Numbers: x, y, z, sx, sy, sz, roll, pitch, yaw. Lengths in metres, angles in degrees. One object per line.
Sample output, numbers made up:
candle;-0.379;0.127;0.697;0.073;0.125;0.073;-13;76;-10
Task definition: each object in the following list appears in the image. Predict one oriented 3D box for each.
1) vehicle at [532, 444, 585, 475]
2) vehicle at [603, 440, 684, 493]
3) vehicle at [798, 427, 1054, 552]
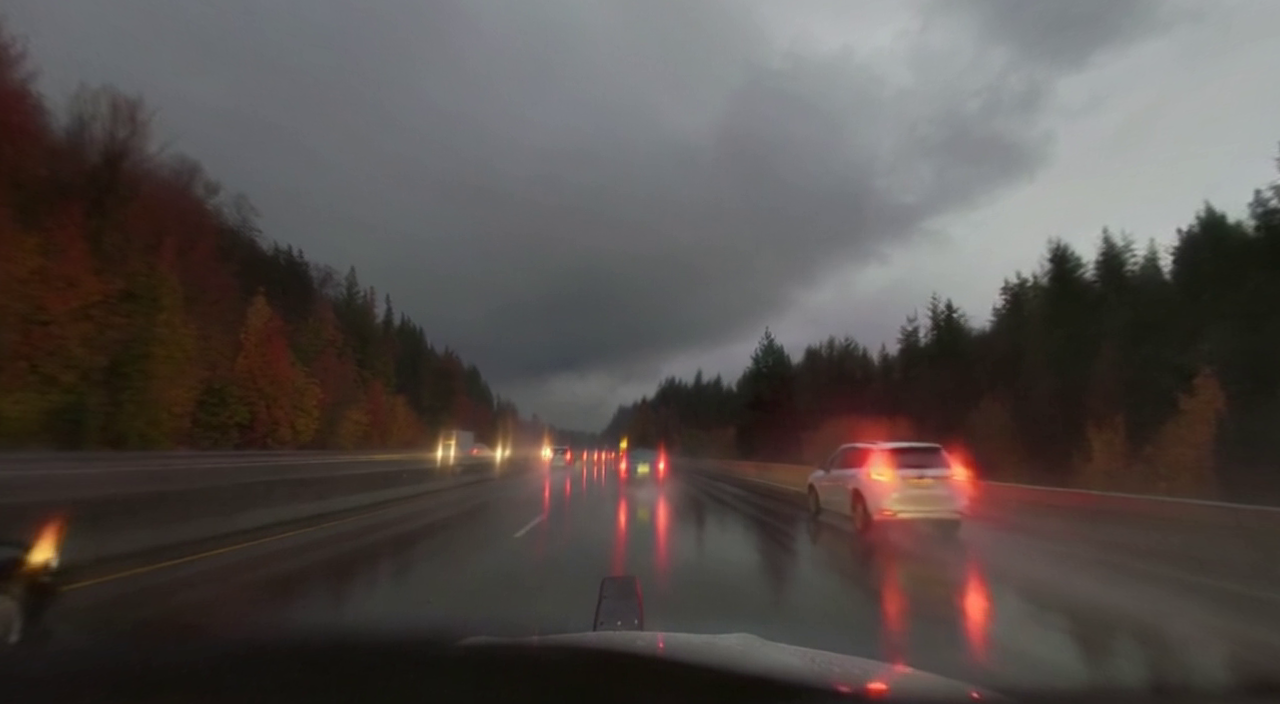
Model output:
vehicle;-4.701;6.279;36.679;2.545;1.679;4.267;0;-9;0
vehicle;0.066;4.027;22.305;2.634;1.679;4.070;0;-9;-1
vehicle;4.232;2.100;10.278;2.035;1.571;4.413;0;-9;-1
